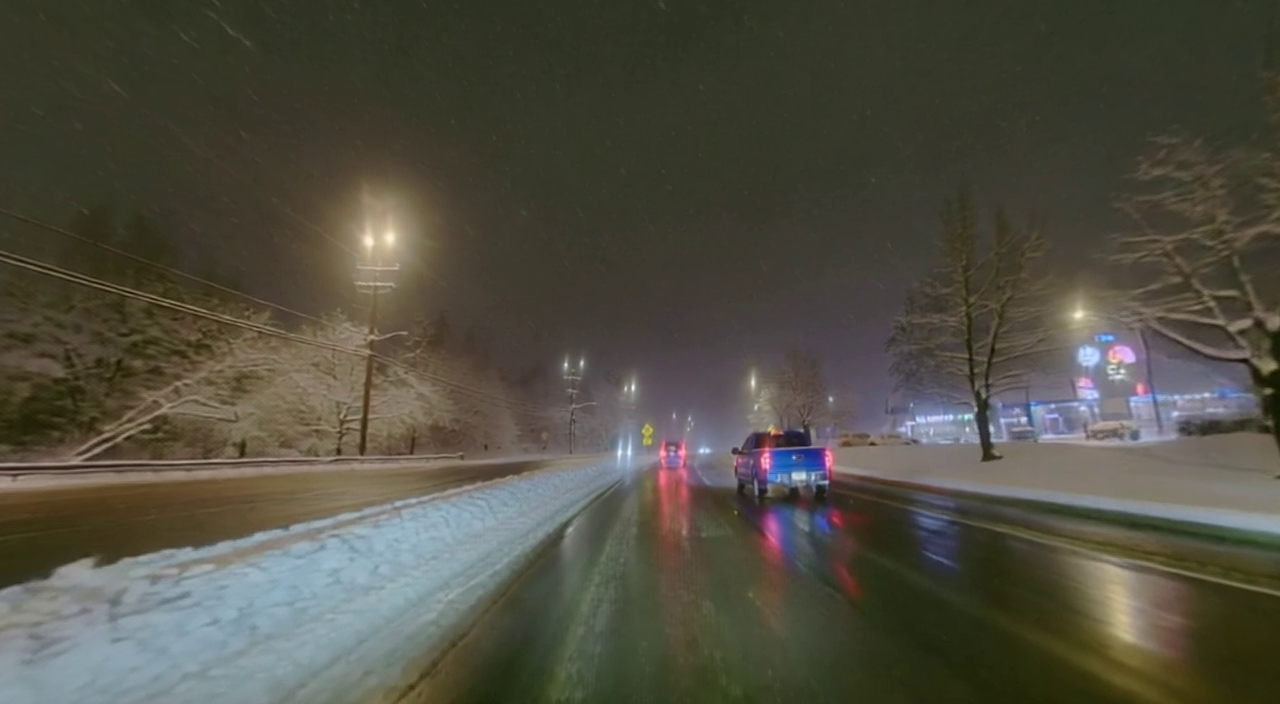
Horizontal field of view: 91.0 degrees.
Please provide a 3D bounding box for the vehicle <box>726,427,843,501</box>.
[{"bbox_3d":[4.203,3.384,19.486,2.367,1.919,5.651,0,-9,1],"label":"vehicle"}]

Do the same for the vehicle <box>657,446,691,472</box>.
[{"bbox_3d":[2.143,6.577,38.975,1.968,1.521,4.262,0,-9,4],"label":"vehicle"}]
